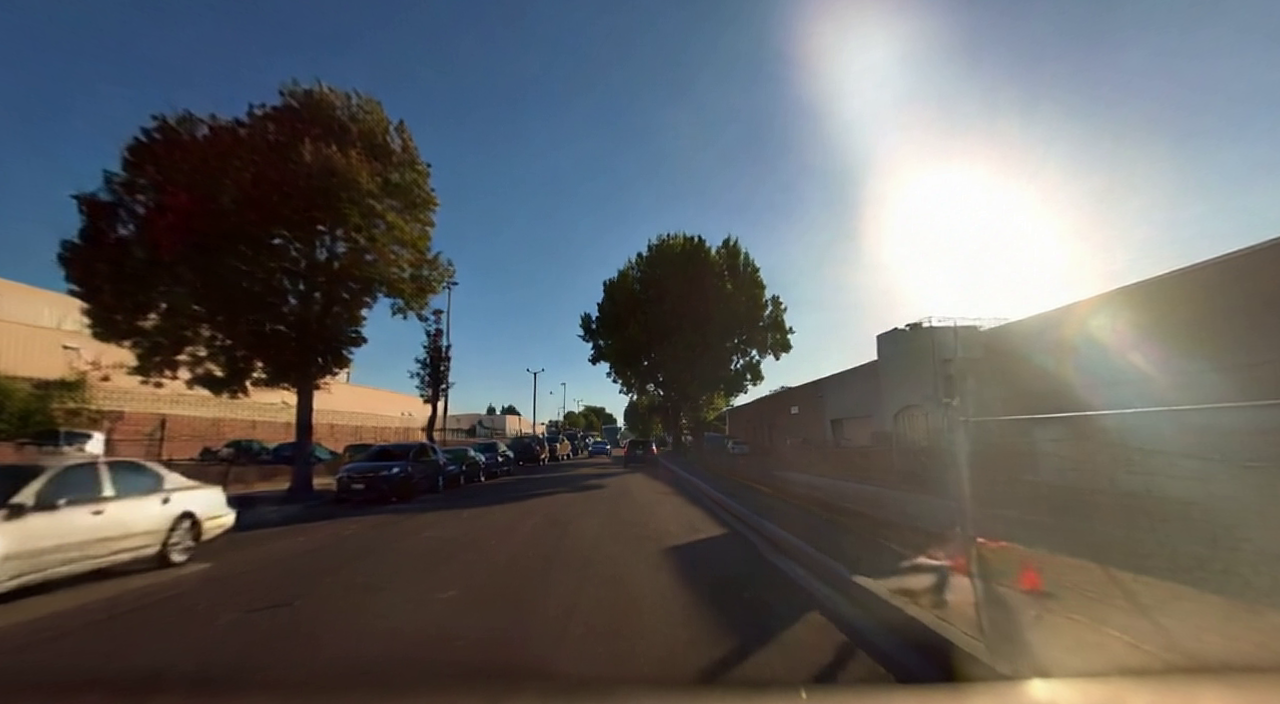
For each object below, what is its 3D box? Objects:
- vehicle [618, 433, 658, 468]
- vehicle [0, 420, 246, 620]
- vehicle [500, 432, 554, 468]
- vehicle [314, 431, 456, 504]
[{"bbox_3d":[-0.084,5.504,35.502,2.152,1.874,4.042,0,-8,0],"label":"vehicle"},{"bbox_3d":[-6.203,1.499,6.157,2.013,1.609,4.152,0,-8,0],"label":"vehicle"},{"bbox_3d":[-6.491,5.777,36.995,2.139,1.943,5.295,-1,-9,1],"label":"vehicle"},{"bbox_3d":[-6.442,2.922,16.519,1.926,1.647,4.185,0,-8,0],"label":"vehicle"}]
